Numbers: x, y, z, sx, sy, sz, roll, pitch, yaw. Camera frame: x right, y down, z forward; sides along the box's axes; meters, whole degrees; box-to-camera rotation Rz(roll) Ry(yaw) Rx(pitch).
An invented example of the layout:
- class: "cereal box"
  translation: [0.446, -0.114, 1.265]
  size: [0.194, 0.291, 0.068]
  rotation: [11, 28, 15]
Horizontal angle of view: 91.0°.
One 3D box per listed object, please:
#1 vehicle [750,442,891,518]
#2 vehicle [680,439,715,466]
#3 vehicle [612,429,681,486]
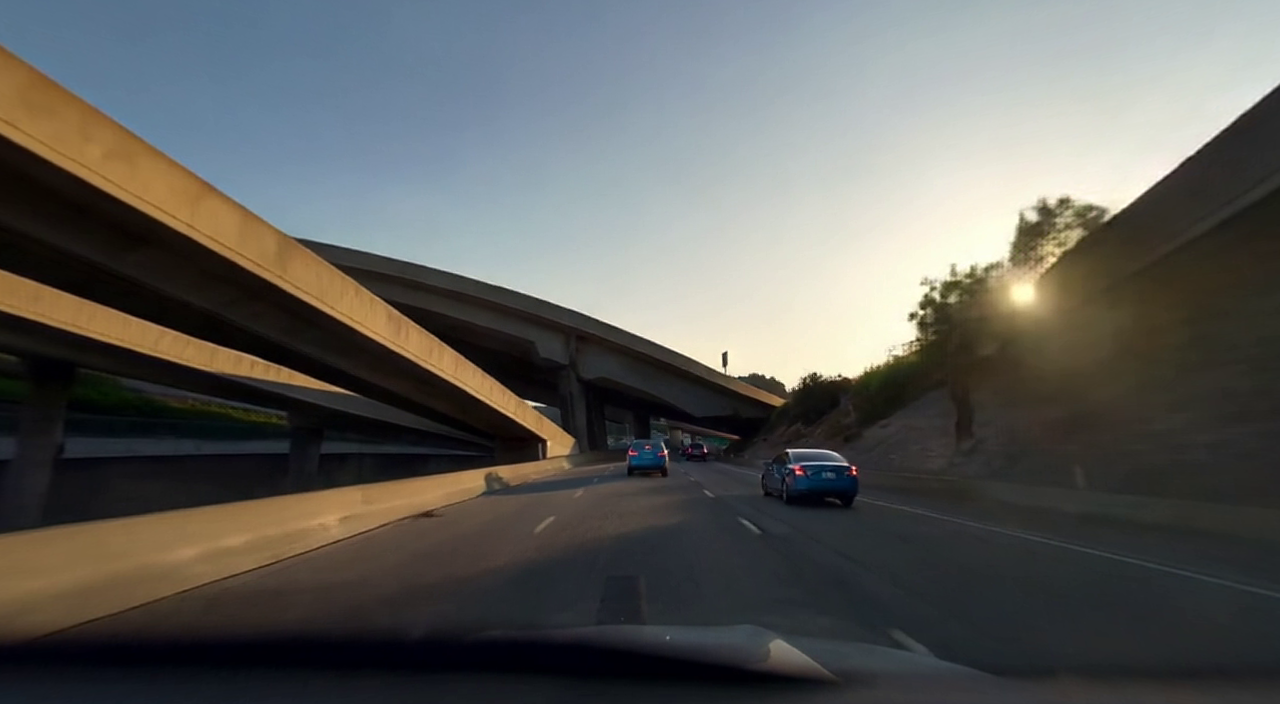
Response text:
- class: "vehicle"
  translation: [3.987, 2.870, 14.693]
  size: [2.047, 1.500, 4.017]
  rotation: [0, -9, -1]
- class: "vehicle"
  translation: [3.824, 6.771, 42.569]
  size: [2.047, 1.700, 4.069]
  rotation: [0, -8, 0]
- class: "vehicle"
  translation: [0.211, 3.790, 22.968]
  size: [2.264, 1.841, 4.583]
  rotation: [0, -8, 0]
